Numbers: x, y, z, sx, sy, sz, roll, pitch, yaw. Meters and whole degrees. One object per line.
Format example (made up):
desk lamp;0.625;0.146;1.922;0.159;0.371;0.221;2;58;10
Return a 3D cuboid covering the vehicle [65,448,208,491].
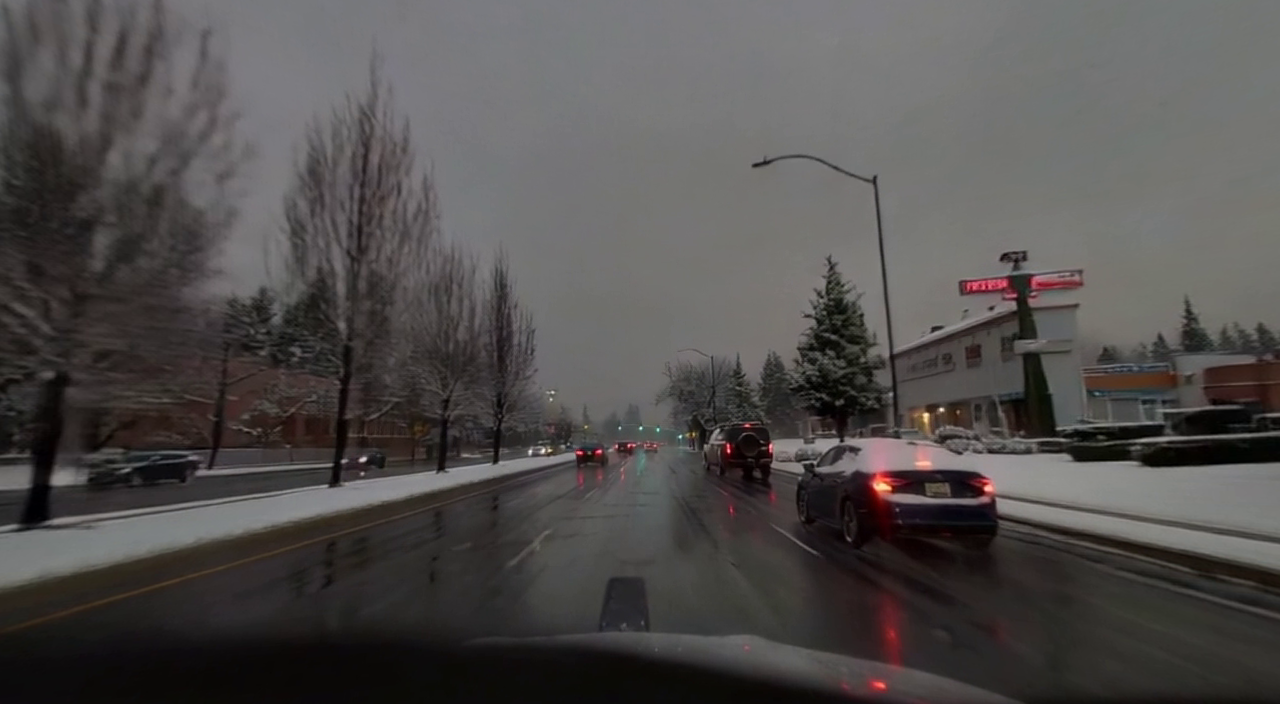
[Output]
vehicle;-21.775;5.046;27.579;2.106;1.660;4.699;-1;-8;5

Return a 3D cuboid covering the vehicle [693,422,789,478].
vehicle;4.218;4.303;27.952;3.245;2.199;6.295;0;-8;0

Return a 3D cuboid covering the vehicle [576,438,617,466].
vehicle;-2.801;6.538;41.329;2.250;1.713;4.422;0;-8;2

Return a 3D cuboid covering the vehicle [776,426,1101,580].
vehicle;3.407;1.813;8.510;2.095;1.475;4.686;0;-8;0

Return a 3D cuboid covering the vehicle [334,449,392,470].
vehicle;-20.776;8.049;47.447;2.222;1.472;4.563;0;-8;1
